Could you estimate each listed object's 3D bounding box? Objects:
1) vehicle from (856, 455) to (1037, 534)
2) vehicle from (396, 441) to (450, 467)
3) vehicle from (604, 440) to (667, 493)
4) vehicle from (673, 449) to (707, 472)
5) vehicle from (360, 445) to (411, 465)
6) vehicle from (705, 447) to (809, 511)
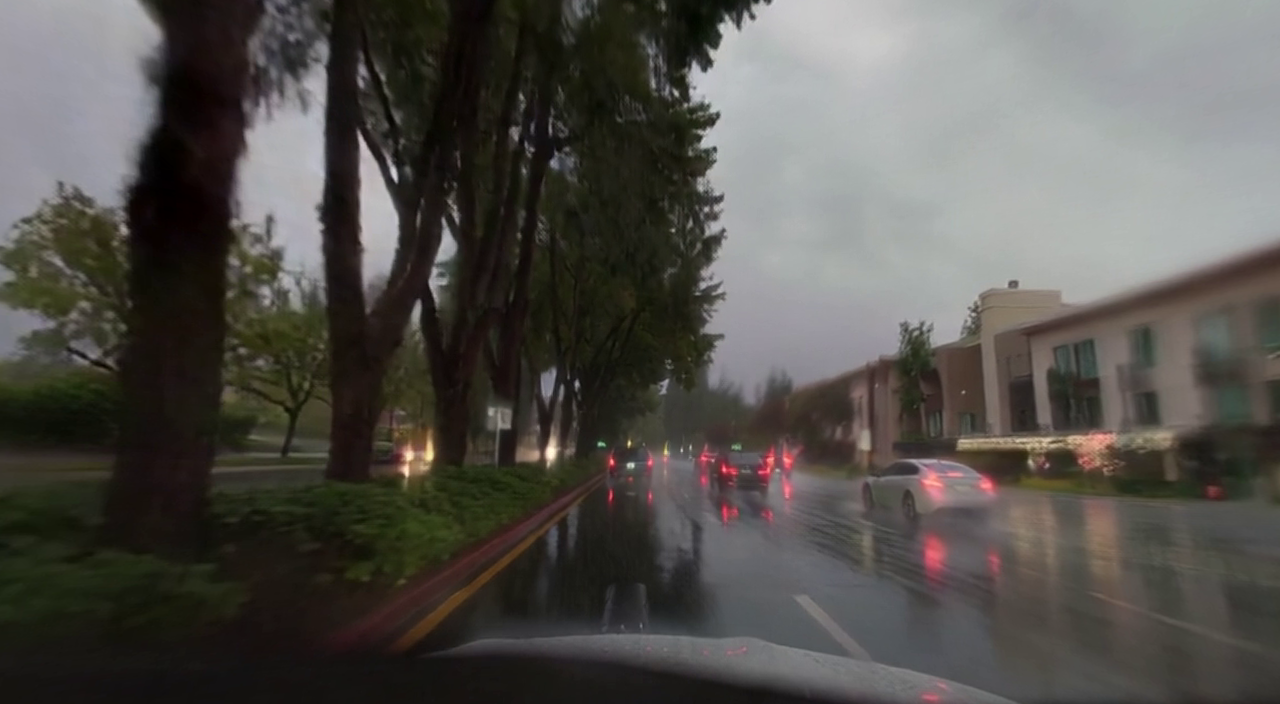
[{"bbox_3d":[6.719,3.131,14.407,1.944,1.458,4.268,0,-9,0],"label":"vehicle"},{"bbox_3d":[-15.479,7.268,44.979,2.100,1.708,4.567,0,-9,2],"label":"vehicle"},{"bbox_3d":[-0.145,3.946,22.026,2.008,1.674,4.239,0,-9,0],"label":"vehicle"},{"bbox_3d":[3.475,7.616,44.287,2.012,1.462,4.163,0,-9,-1],"label":"vehicle"},{"bbox_3d":[-18.961,7.696,47.034,1.905,1.428,4.637,0,-9,0],"label":"vehicle"},{"bbox_3d":[3.035,3.356,17.191,1.932,1.510,4.168,0,-9,-1],"label":"vehicle"}]
